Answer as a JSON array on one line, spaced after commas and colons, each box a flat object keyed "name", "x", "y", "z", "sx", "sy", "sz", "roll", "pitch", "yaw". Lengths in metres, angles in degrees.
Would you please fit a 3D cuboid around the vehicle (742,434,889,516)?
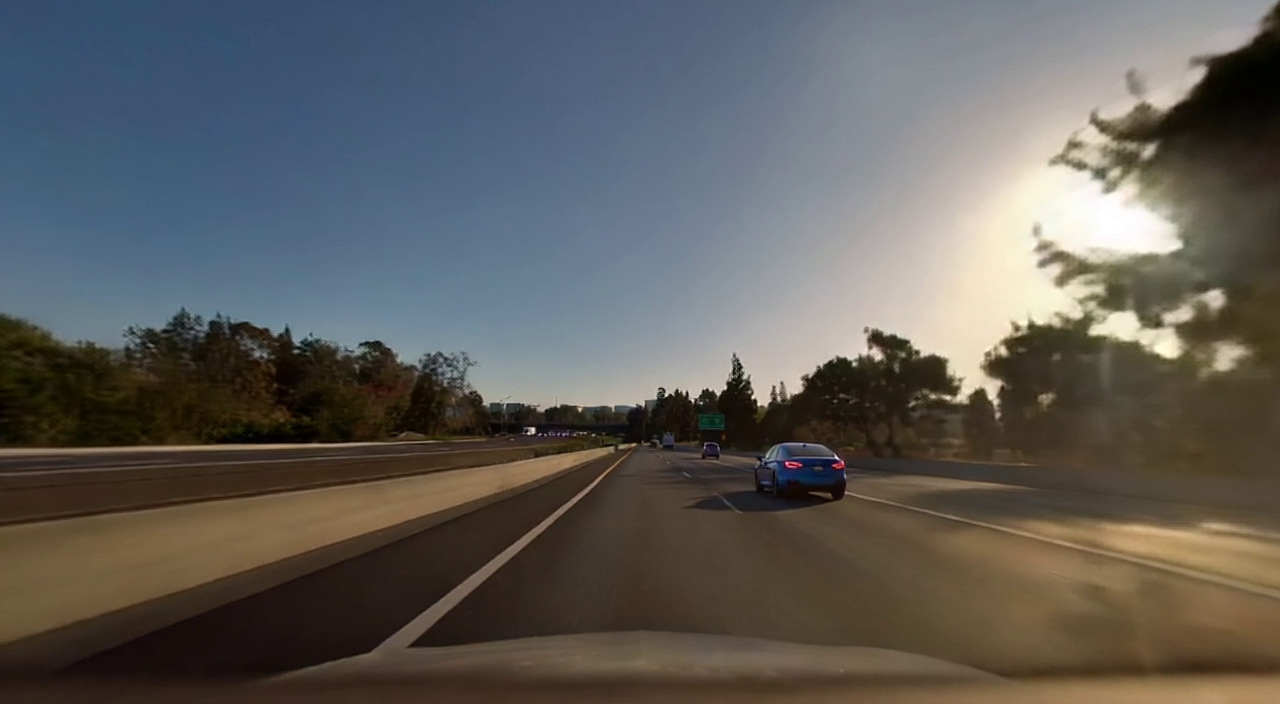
[{"name": "vehicle", "x": 3.694, "y": 2.687, "z": 14.221, "sx": 2.050, "sy": 1.546, "sz": 4.344, "roll": 0, "pitch": -9, "yaw": 0}]
